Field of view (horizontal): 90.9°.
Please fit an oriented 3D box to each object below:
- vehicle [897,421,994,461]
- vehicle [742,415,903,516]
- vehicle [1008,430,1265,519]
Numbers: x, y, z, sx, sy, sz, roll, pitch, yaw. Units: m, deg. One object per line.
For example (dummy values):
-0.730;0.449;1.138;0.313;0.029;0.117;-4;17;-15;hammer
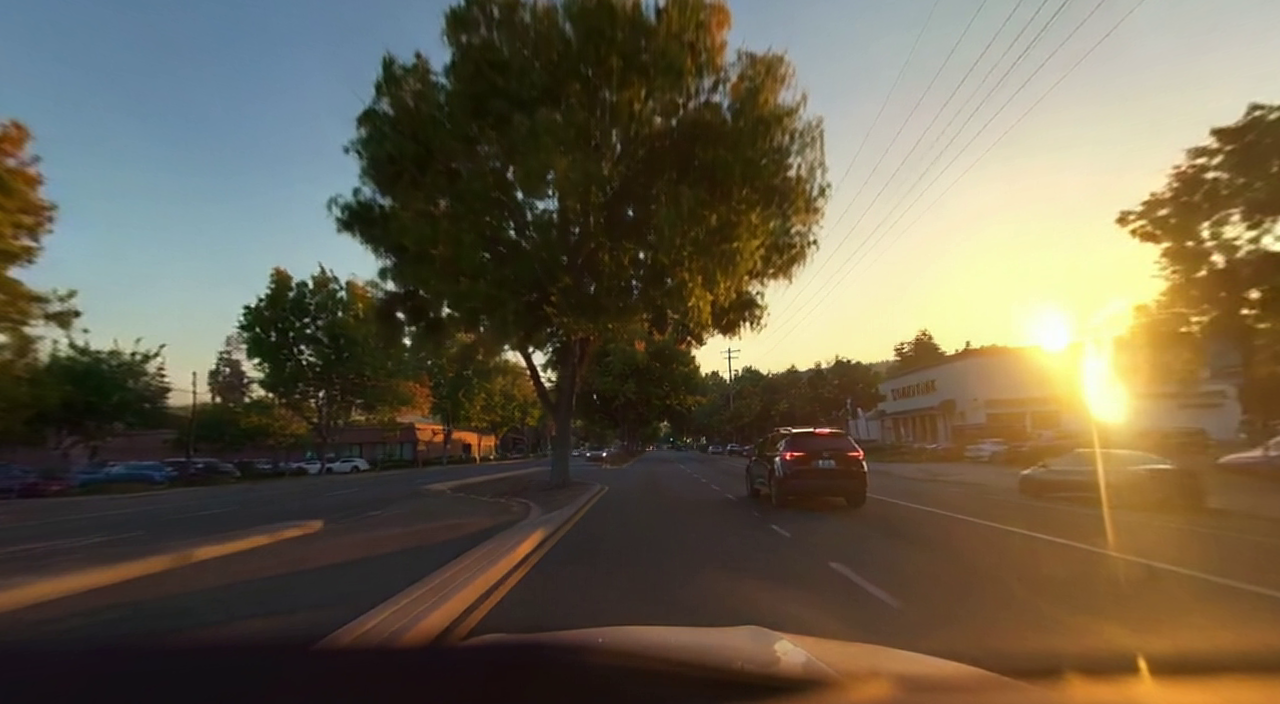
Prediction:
15.814;4.676;33.038;2.139;1.881;5.511;0;-8;-2;vehicle
3.751;2.436;13.977;2.183;1.845;4.482;0;-8;0;vehicle
10.781;2.670;14.278;2.154;1.678;4.428;0;-8;0;vehicle
